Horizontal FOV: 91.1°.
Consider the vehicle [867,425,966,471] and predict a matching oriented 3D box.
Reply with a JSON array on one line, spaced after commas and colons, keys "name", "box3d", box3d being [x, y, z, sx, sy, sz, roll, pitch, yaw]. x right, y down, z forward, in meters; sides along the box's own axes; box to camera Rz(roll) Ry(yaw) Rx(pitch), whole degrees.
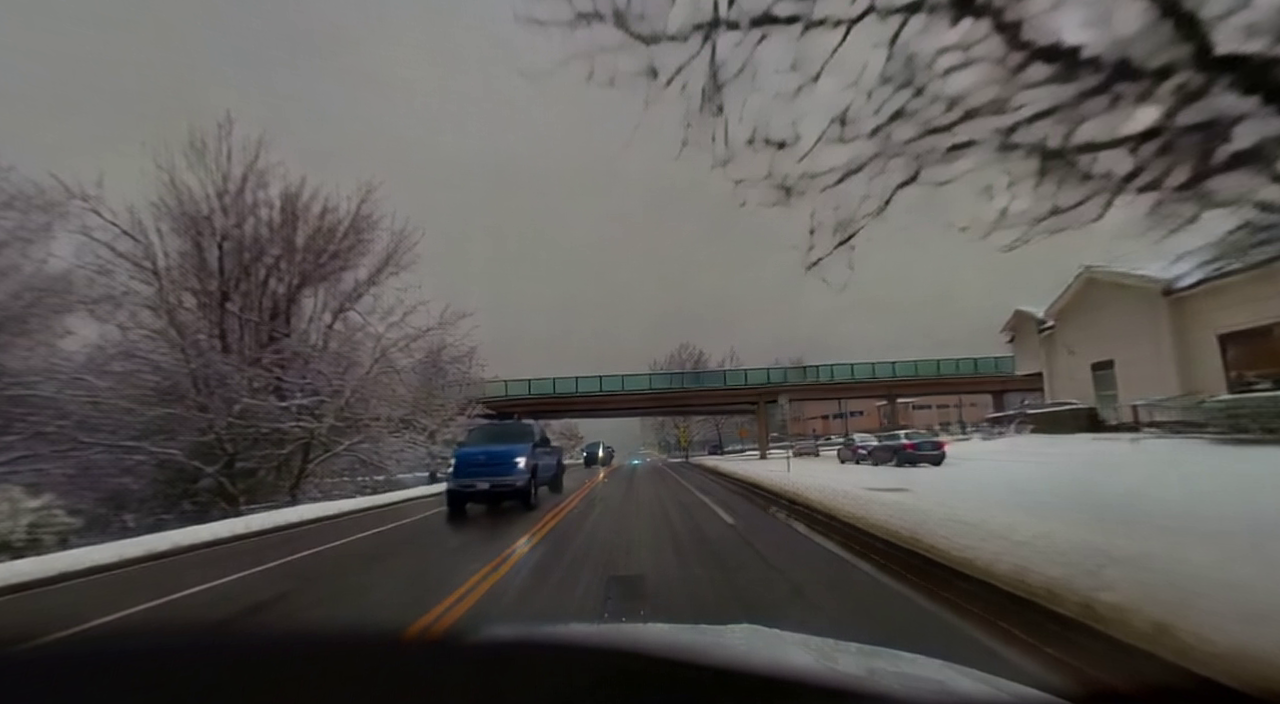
[{"name": "vehicle", "box3d": [11.606, 4.069, 26.766, 2.051, 1.534, 4.466, -8, -8, -1]}]

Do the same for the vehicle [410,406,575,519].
[{"name": "vehicle", "box3d": [-3.721, 2.991, 17.586, 2.967, 2.369, 6.635, -3, -8, 0]}]
